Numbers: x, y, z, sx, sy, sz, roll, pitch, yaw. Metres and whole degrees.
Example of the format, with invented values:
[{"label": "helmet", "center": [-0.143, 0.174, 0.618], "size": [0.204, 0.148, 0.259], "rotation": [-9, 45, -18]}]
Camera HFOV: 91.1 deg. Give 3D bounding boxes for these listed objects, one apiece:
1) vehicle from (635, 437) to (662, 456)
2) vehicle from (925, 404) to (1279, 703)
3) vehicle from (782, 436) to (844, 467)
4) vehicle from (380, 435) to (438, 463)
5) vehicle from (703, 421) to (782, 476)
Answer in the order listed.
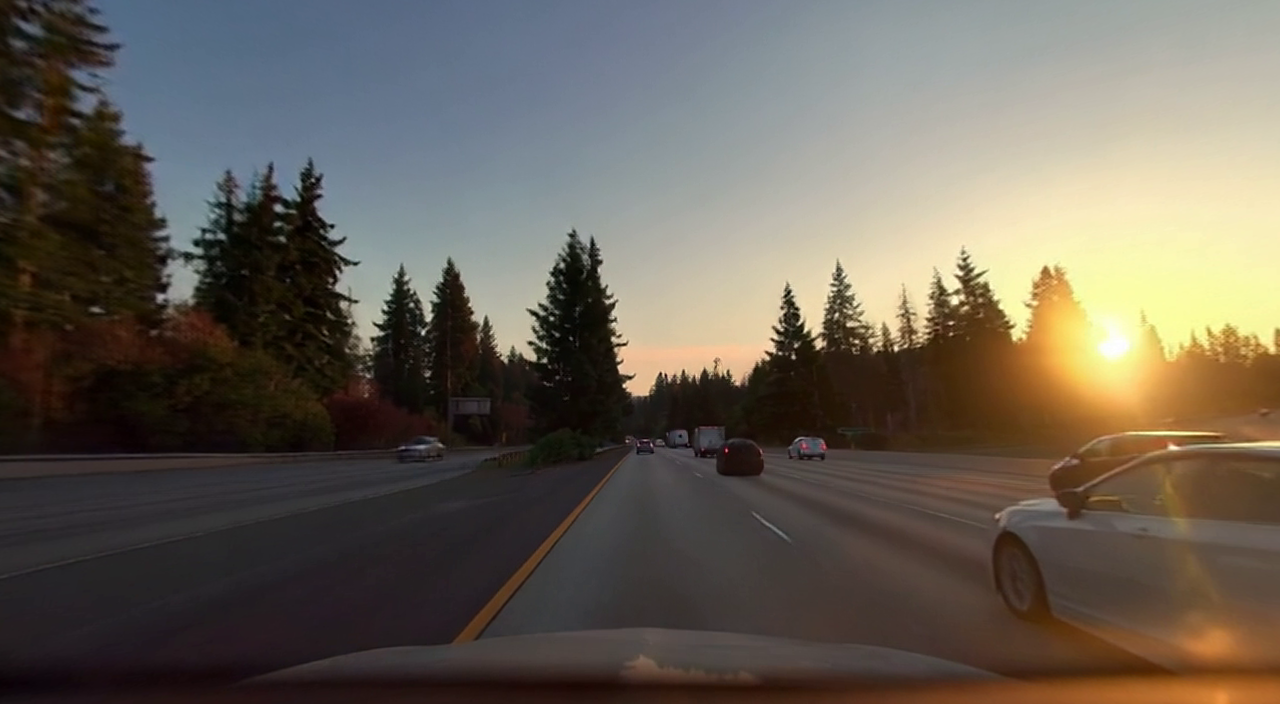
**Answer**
[{"label": "vehicle", "center": [0.643, 7.482, 49.827], "size": [2.052, 1.472, 4.295], "rotation": [0, -8, 0]}, {"label": "vehicle", "center": [3.372, 1.003, 2.886], "size": [1.904, 1.453, 4.789], "rotation": [0, -8, 0]}, {"label": "vehicle", "center": [9.031, 5.230, 33.150], "size": [2.002, 1.500, 4.715], "rotation": [0, -8, 1]}, {"label": "vehicle", "center": [-14.618, 6.156, 39.945], "size": [1.953, 1.633, 4.404], "rotation": [0, -8, 1]}, {"label": "vehicle", "center": [3.900, 3.816, 25.015], "size": [2.206, 1.902, 5.460], "rotation": [0, -8, 0]}]
